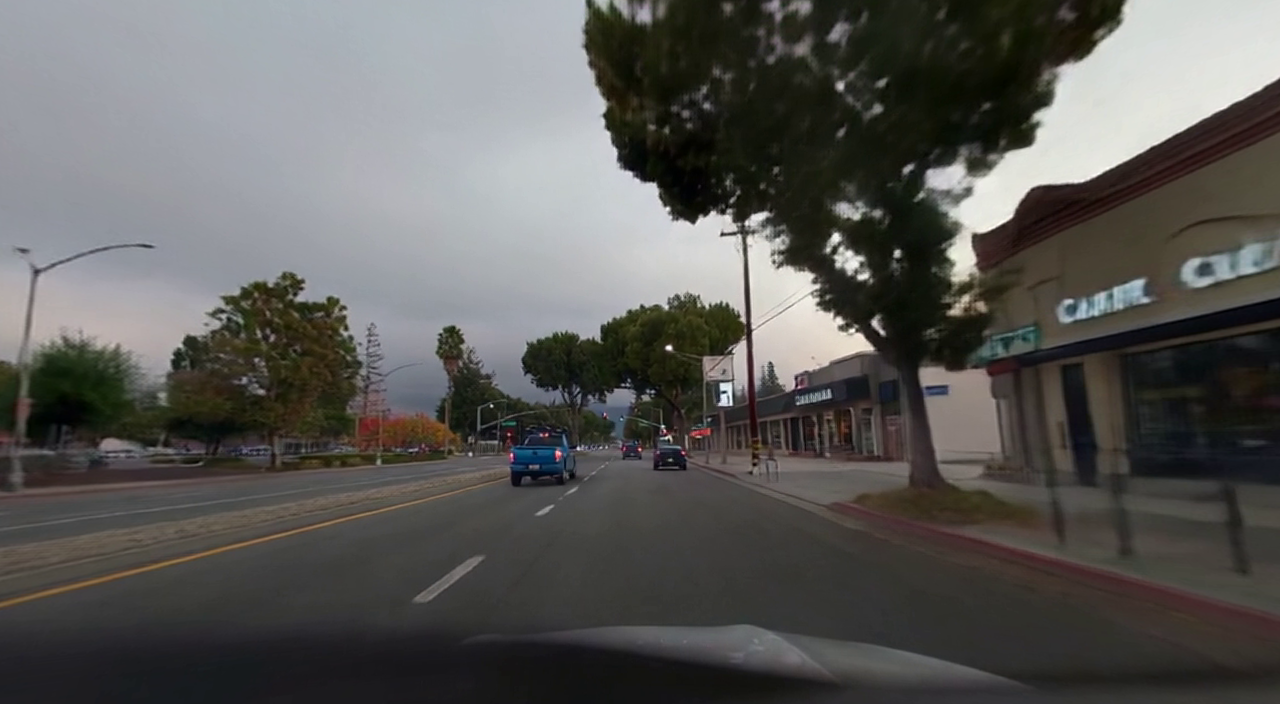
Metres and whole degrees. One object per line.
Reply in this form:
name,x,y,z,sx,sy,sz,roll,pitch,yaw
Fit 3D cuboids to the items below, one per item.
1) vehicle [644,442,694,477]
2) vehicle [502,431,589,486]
vehicle,1.278,4.961,29.299,2.103,1.487,4.101,0,-9,0
vehicle,-3.269,3.821,22.985,2.464,1.777,5.128,0,-9,-1
